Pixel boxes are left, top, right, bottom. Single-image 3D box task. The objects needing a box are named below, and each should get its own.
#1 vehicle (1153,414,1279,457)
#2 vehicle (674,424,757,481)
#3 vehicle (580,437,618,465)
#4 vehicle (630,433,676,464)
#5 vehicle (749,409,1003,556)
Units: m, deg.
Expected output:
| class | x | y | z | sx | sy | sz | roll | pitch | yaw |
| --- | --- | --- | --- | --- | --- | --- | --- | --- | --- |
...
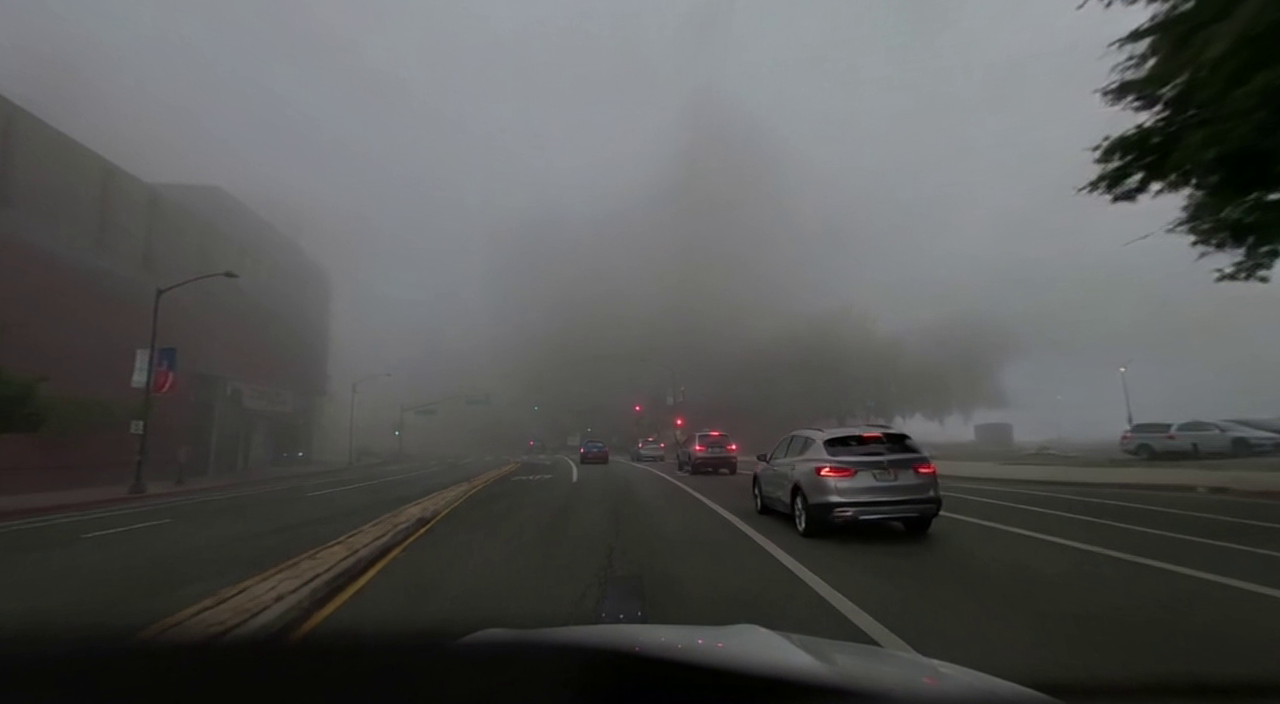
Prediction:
| class | x | y | z | sx | sy | sz | roll | pitch | yaw |
| --- | --- | --- | --- | --- | --- | --- | --- | --- | --- |
| vehicle | 28.527 | 4.061 | 30.713 | 5.103 | 1.947 | 2.207 | -1 | -8 | 1 |
| vehicle | 2.497 | 3.476 | 22.106 | 2.046 | 1.768 | 4.370 | 0 | -8 | -4 |
| vehicle | -2.449 | 5.752 | 36.852 | 2.068 | 1.512 | 3.987 | 1 | -9 | -6 |
| vehicle | 0.707 | 5.880 | 38.801 | 2.216 | 1.750 | 4.520 | -1 | -7 | -7 |
| vehicle | 3.044 | 1.746 | 9.223 | 1.966 | 1.596 | 3.980 | -1 | -8 | -3 |
